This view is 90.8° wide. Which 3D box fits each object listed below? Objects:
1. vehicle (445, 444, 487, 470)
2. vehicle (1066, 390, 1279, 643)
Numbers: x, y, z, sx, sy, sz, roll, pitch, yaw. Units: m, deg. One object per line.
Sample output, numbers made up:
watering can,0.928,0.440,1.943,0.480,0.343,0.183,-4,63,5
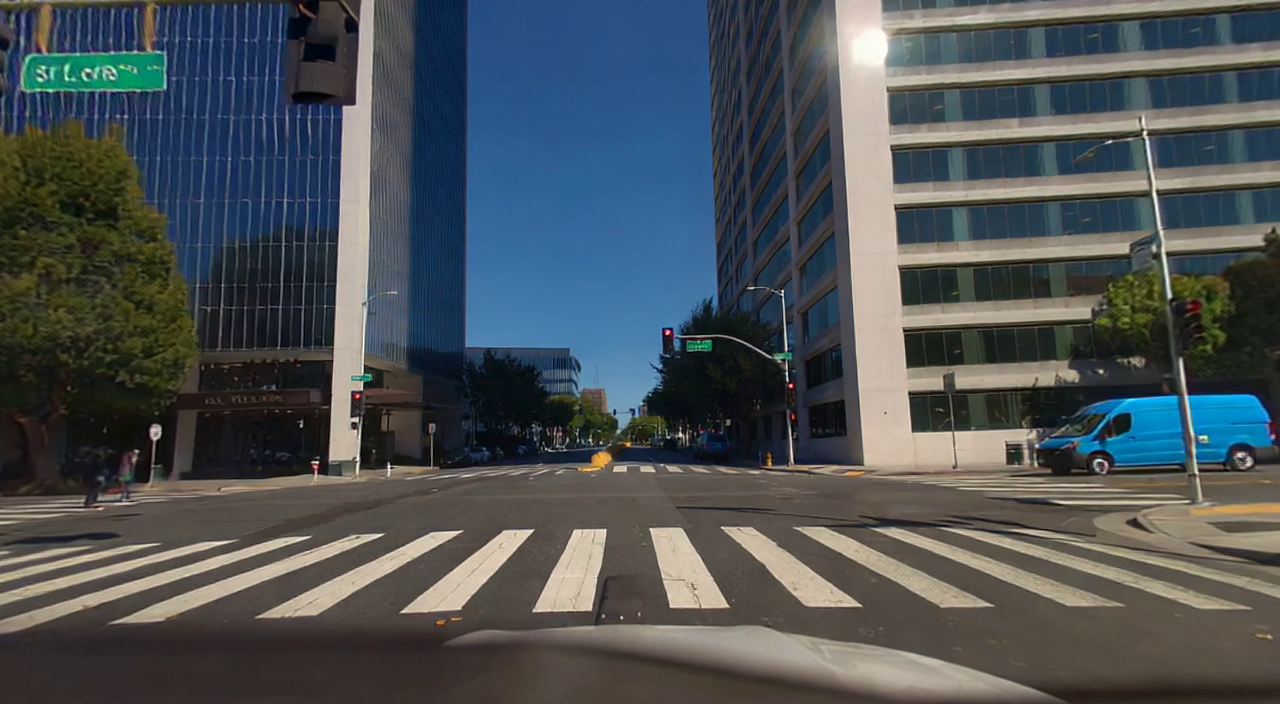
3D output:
vehicle,-12.428,7.504,45.385,1.935,1.639,4.244,-3,-8,-2
vehicle,5.654,1.135,4.240,2.070,1.804,4.881,0,-8,-1
